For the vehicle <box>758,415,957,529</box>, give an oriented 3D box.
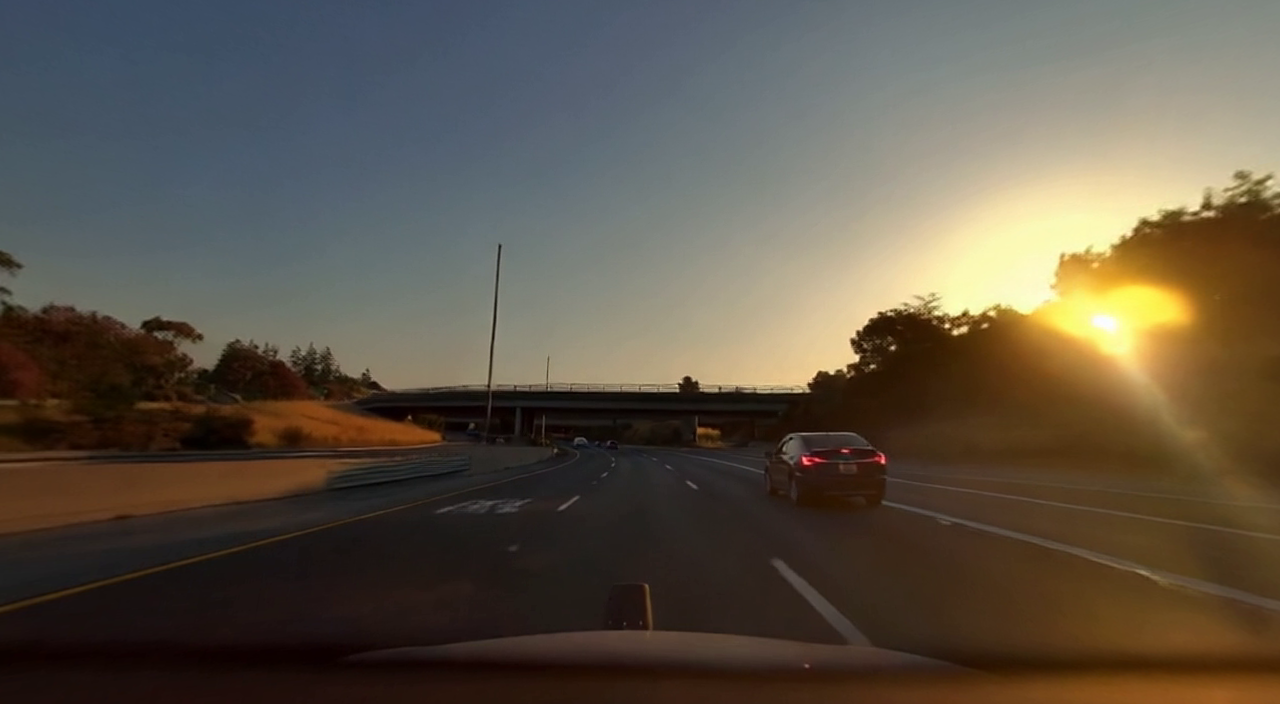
[{"bbox_3d":[3.715,2.155,11.930,2.039,1.701,4.834,0,-8,0],"label":"vehicle"}]
